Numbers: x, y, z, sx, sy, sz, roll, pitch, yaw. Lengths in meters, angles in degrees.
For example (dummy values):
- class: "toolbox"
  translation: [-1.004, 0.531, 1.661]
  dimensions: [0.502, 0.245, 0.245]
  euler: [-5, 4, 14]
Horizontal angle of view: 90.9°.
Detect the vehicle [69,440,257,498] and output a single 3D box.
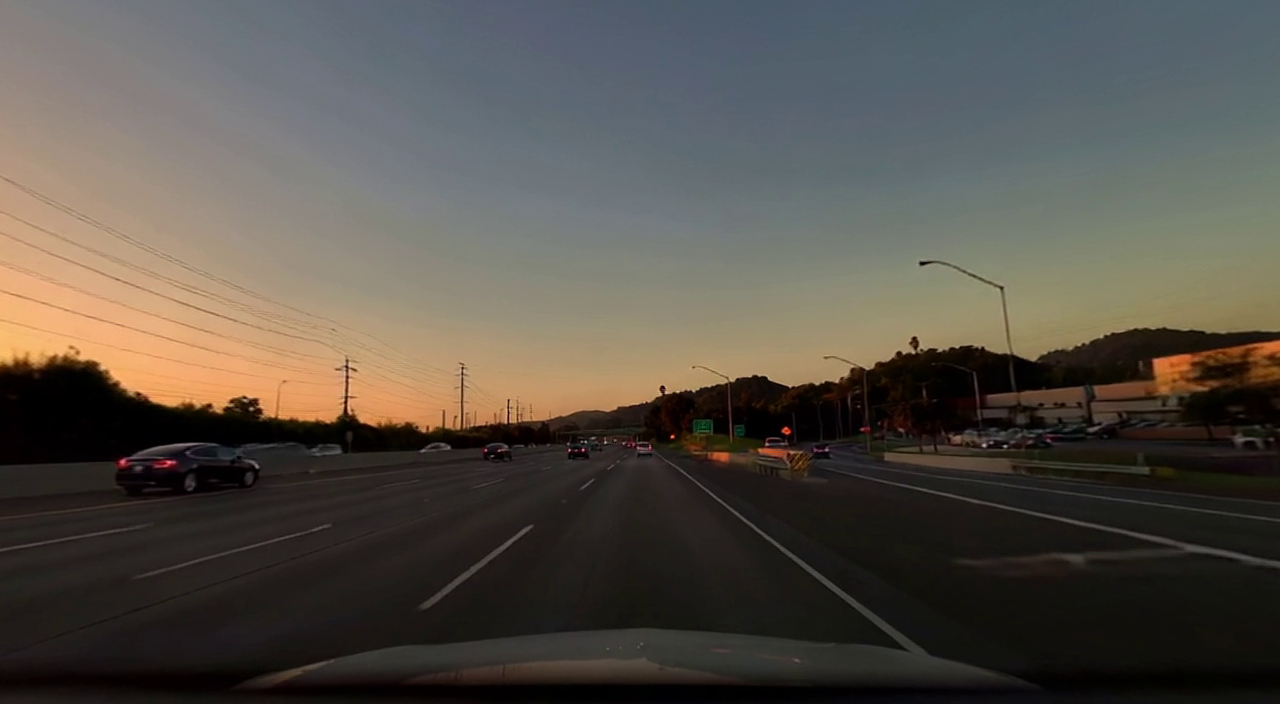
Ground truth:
- class: "vehicle"
  translation: [-13.670, 3.344, 18.509]
  dimensions: [1.988, 1.477, 4.442]
  euler: [0, -8, 1]
